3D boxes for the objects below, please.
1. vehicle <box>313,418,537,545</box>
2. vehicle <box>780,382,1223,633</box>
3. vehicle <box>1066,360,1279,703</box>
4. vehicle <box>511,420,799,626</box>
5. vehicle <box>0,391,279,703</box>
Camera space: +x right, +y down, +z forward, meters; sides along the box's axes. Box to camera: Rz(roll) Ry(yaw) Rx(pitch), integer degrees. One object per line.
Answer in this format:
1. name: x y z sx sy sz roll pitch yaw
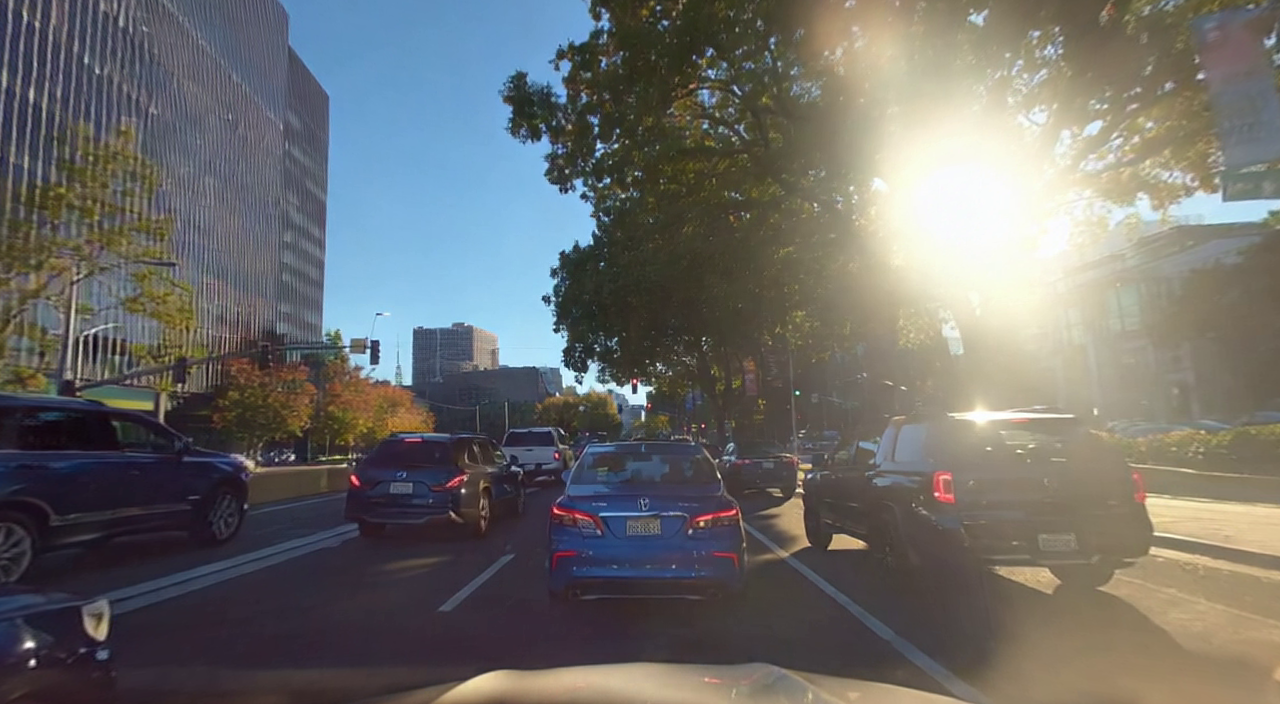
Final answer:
1. vehicle: -3.324 2.115 10.962 2.168 1.719 4.561 -1 -8 2
2. vehicle: 3.091 1.437 6.775 2.108 1.785 4.334 0 -8 -1
3. vehicle: 2.888 0.583 0.372 2.051 1.548 4.532 0 -9 0
4. vehicle: 0.098 1.576 6.755 2.147 1.507 3.953 0 -8 0
5. vehicle: -3.361 0.799 1.534 2.144 1.505 4.635 -1 -8 1
